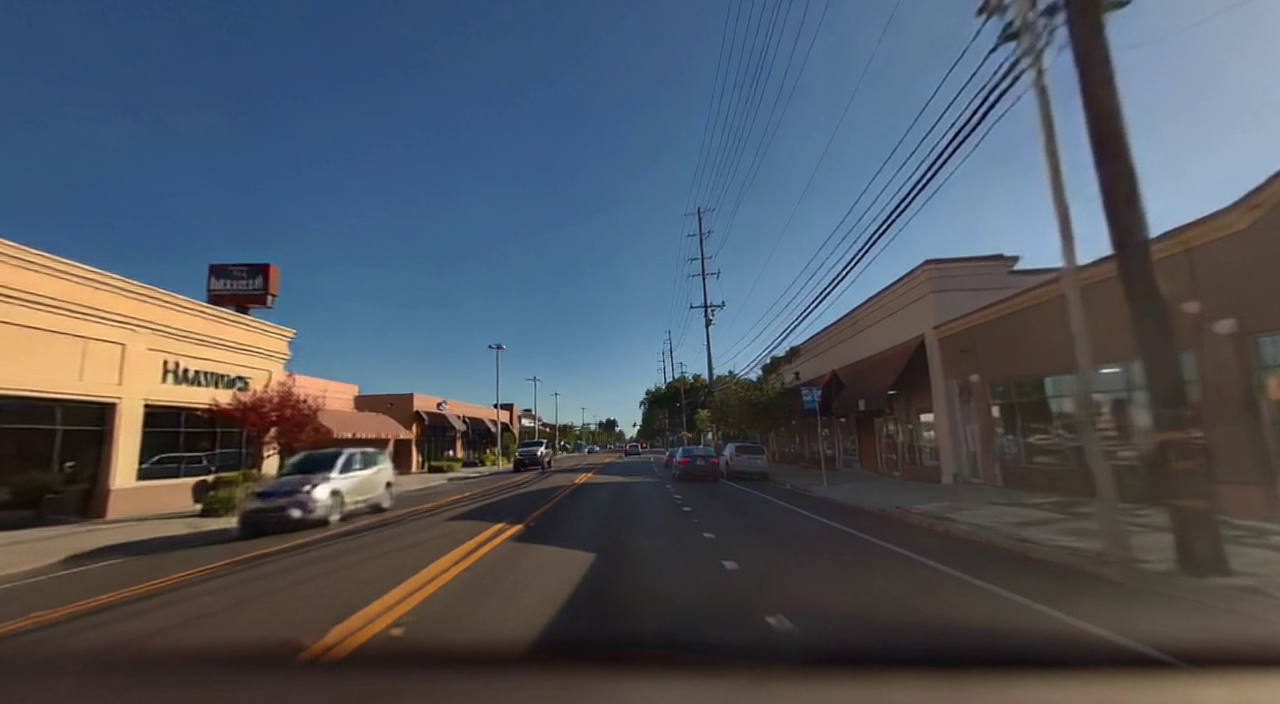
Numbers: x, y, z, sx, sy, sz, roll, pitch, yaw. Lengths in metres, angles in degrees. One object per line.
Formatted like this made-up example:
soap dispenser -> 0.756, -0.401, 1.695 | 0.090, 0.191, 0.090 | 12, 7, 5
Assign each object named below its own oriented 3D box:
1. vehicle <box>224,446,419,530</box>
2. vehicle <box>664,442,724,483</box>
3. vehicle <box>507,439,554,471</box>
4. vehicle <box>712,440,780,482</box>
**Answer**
vehicle -> -6.403, 2.739, 13.406 | 1.868, 1.466, 4.397 | 0, -8, 0
vehicle -> 2.035, 4.305, 24.892 | 1.975, 1.497, 3.647 | 0, -8, -1
vehicle -> -6.466, 6.116, 37.759 | 2.037, 1.777, 4.407 | 0, -8, 0
vehicle -> 4.886, 5.096, 30.004 | 2.143, 1.788, 5.388 | 0, -8, -1
